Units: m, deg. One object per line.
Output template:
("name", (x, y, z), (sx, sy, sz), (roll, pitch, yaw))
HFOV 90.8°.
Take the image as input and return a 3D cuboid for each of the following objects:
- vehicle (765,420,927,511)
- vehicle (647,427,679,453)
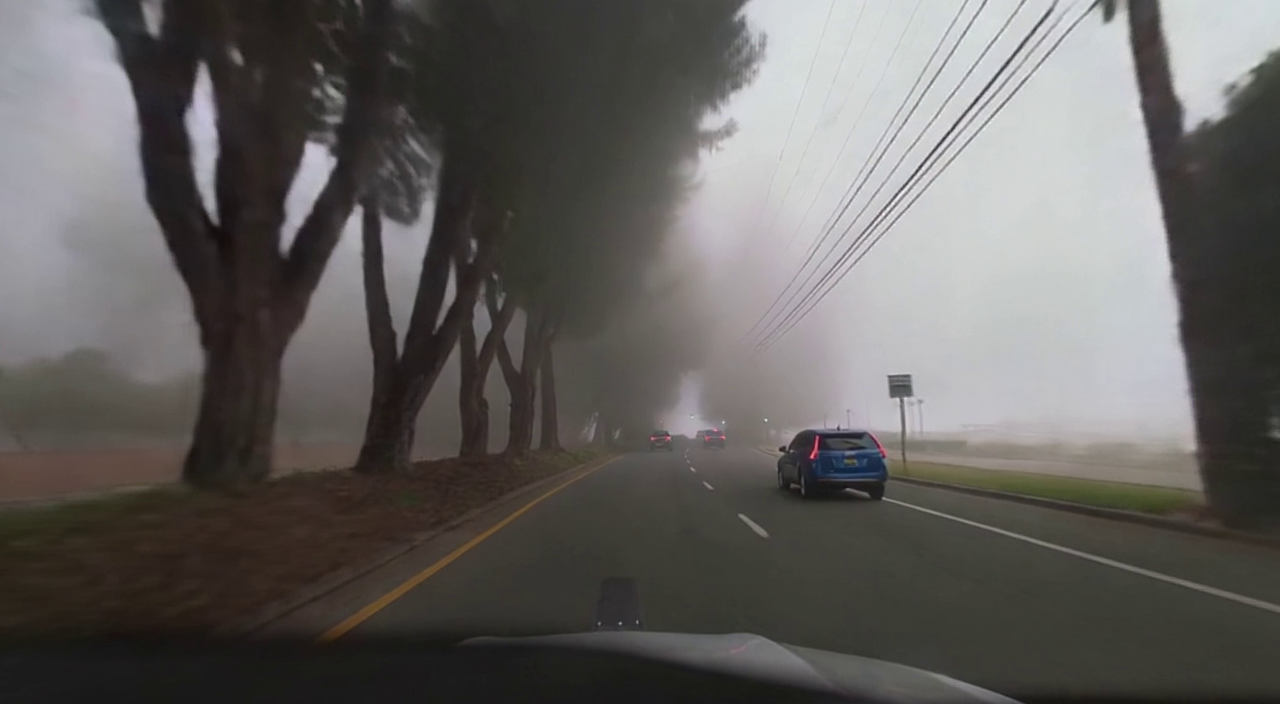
("vehicle", (3.951, 2.232, 12.983), (1.881, 1.512, 4.294), (-1, -8, 1))
("vehicle", (1.730, 6.426, 46.175), (2.163, 1.746, 4.073), (-1, -8, 4))
